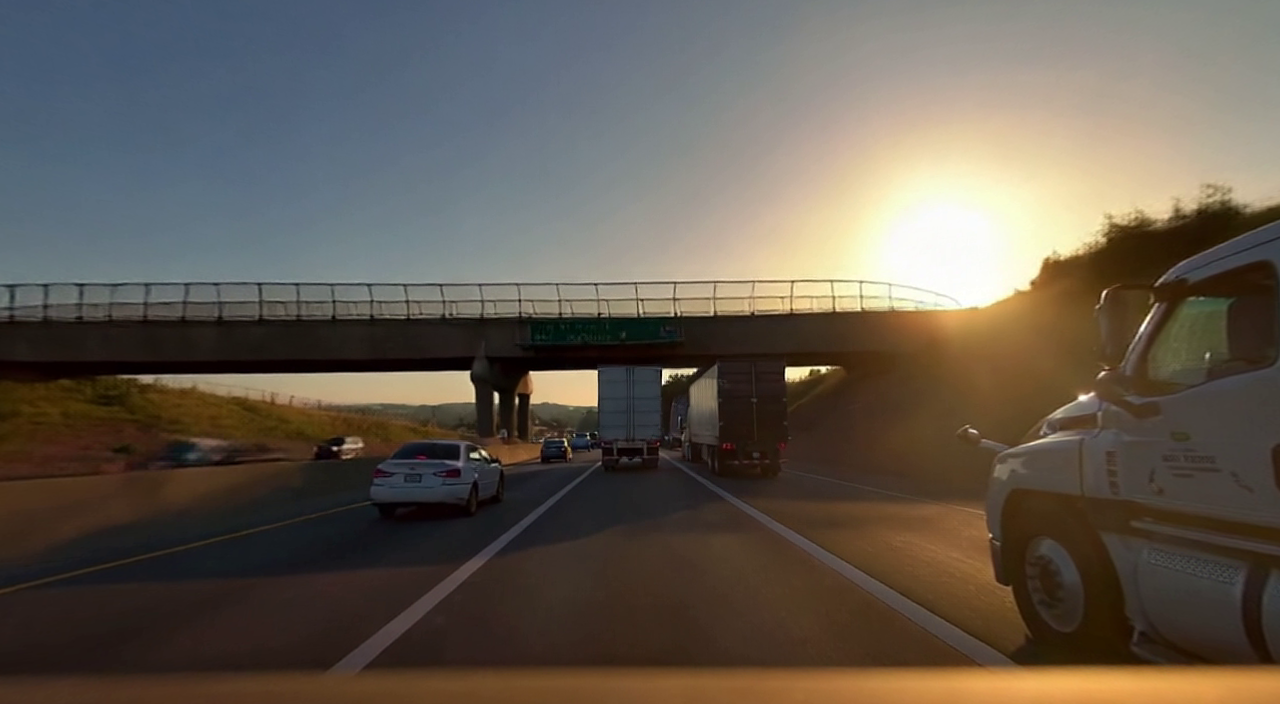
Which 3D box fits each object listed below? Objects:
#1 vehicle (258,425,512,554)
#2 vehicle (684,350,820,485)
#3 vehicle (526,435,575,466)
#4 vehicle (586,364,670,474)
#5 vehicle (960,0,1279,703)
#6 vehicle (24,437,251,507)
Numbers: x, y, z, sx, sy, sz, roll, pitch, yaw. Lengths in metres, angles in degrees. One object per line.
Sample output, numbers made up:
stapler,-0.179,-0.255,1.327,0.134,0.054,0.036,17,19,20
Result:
vehicle,-3.387,1.884,9.562,1.894,1.460,4.662,0,-8,0
vehicle,3.639,2.652,24.015,2.817,3.886,11.491,0,-8,-1
vehicle,-4.533,5.005,32.346,2.049,1.483,3.786,0,-8,-2
vehicle,-0.510,3.183,28.685,3.090,4.065,10.702,0,-8,-1
vehicle,3.941,-0.369,1.470,3.074,3.896,5.910,0,-8,-1
vehicle,-12.155,2.877,15.764,2.017,1.482,4.496,0,-8,-1
